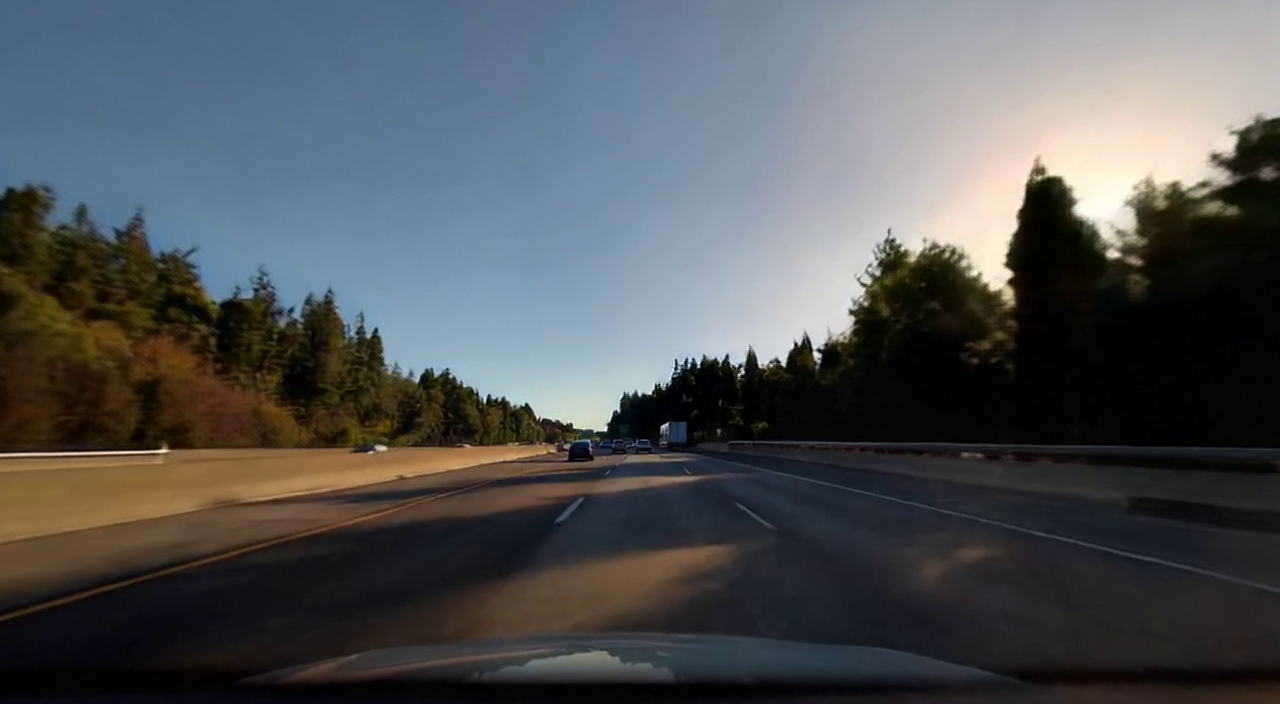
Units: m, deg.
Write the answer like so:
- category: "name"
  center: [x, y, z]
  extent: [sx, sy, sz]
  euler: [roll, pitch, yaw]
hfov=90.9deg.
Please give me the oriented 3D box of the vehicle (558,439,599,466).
- category: "vehicle"
  center: [-3.646, 6.062, 38.116]
  extent: [2.025, 1.571, 3.662]
  euler: [-1, -9, 1]
